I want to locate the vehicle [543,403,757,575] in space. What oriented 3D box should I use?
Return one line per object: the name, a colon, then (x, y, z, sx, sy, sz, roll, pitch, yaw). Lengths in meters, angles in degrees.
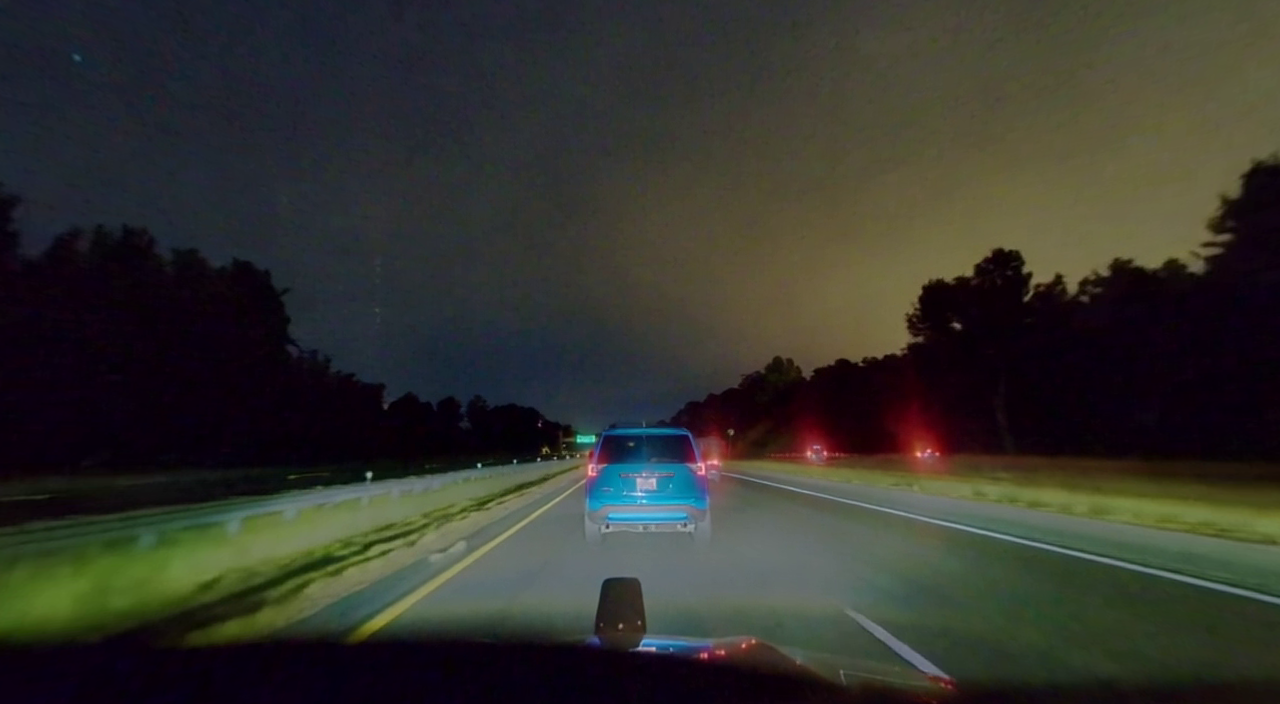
vehicle: (0.111, 1.783, 8.864, 2.288, 1.823, 4.059, 0, -9, 0)
